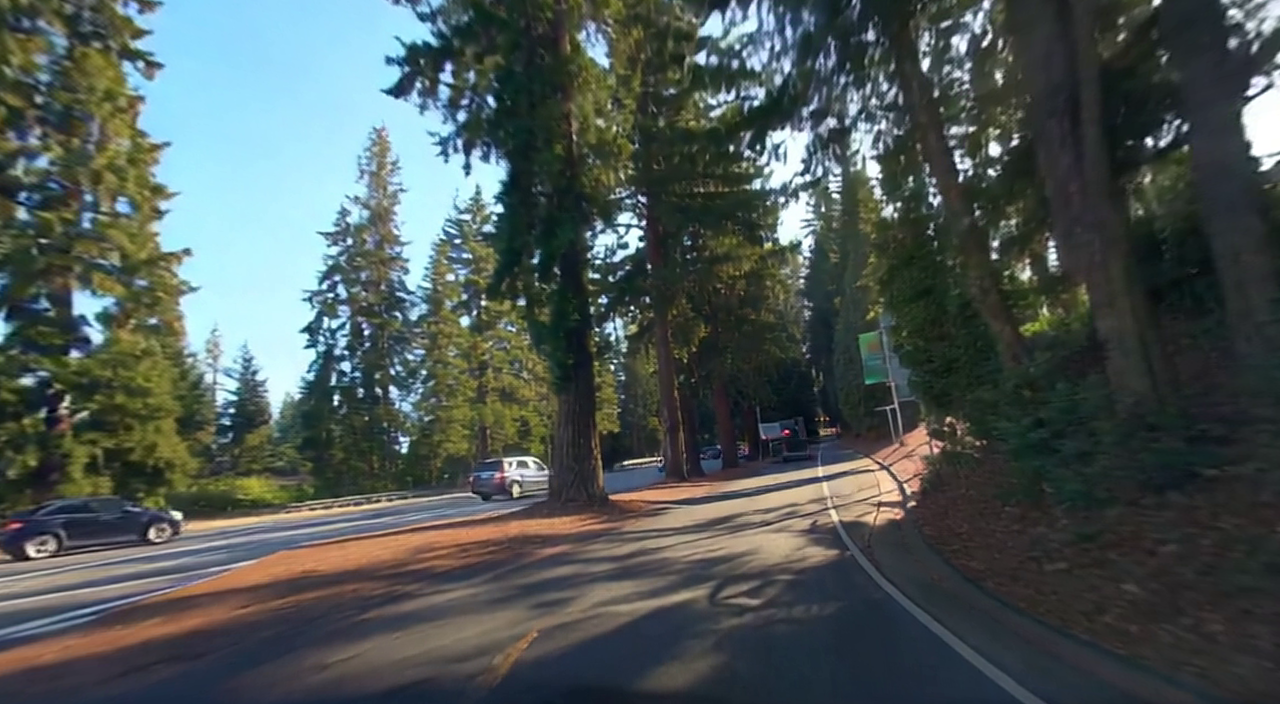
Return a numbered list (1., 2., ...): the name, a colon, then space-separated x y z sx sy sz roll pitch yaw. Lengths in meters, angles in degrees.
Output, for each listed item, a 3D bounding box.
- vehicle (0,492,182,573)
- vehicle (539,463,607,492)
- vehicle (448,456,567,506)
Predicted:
1. vehicle: -14.812 4.504 15.977 1.886 1.535 4.742 -5 -10 29
2. vehicle: -3.855 7.292 37.060 1.829 1.470 4.460 -5 -10 26
3. vehicle: -5.114 5.046 25.236 2.049 1.699 4.860 -5 -10 27
